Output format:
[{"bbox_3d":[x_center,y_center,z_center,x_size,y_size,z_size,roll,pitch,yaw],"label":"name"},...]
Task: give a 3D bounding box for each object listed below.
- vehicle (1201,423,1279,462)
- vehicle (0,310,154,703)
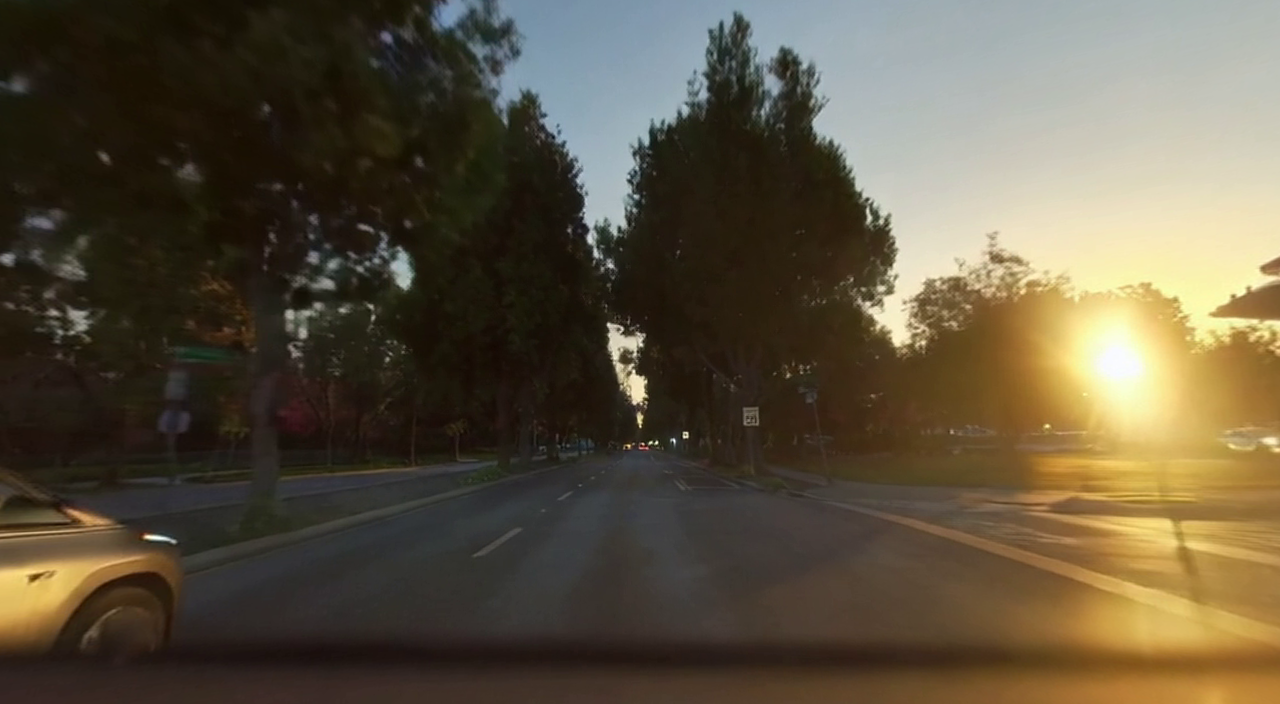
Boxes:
[{"bbox_3d":[29.883,4.359,30.244,3.879,1.820,1.862,0,-9,2],"label":"vehicle"},{"bbox_3d":[-3.129,0.474,0.209,2.141,1.761,4.742,0,-9,-1],"label":"vehicle"}]
